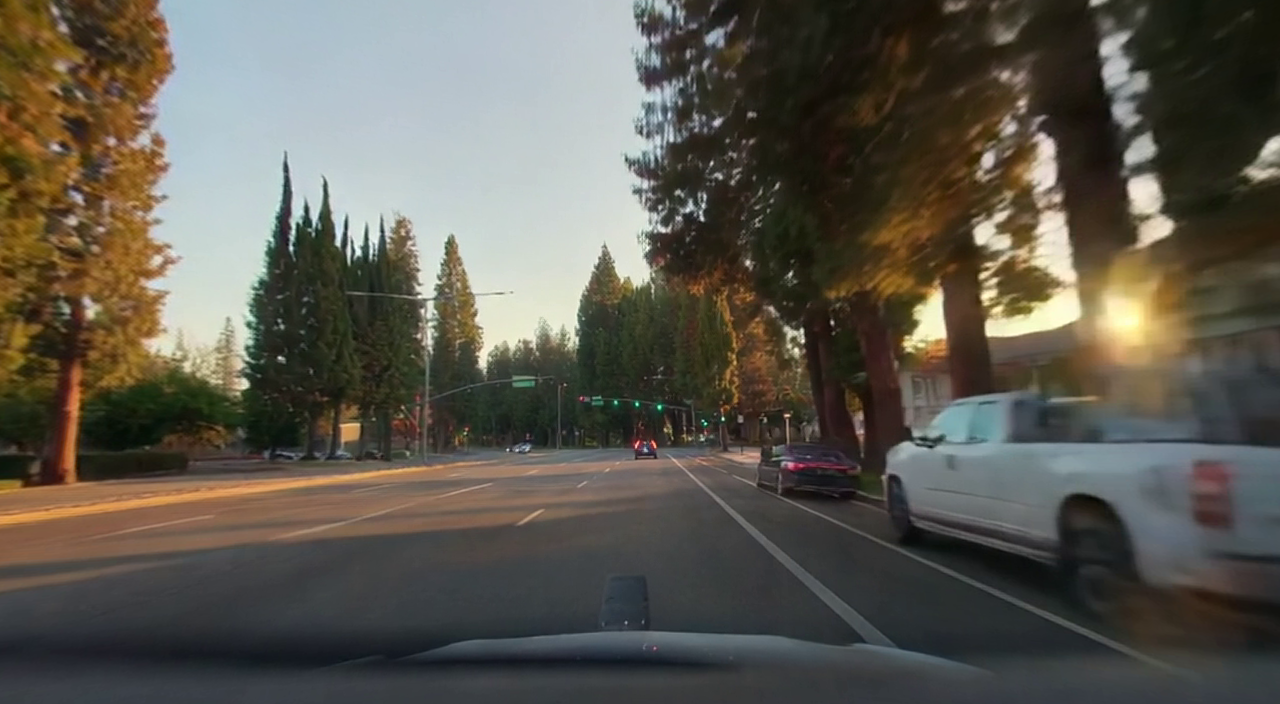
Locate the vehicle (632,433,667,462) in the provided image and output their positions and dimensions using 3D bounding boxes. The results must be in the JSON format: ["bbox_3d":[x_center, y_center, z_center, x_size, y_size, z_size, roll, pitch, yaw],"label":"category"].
[{"bbox_3d":[0.621,6.255,41.355,2.169,1.751,4.276,0,-8,1],"label":"vehicle"}]

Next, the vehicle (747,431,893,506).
[{"bbox_3d":[4.112,2.738,15.332,2.269,1.520,4.410,0,-8,0],"label":"vehicle"}]

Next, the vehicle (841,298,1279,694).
[{"bbox_3d":[4.223,1.190,6.600,2.162,2.080,6.515,0,-8,1],"label":"vehicle"}]
